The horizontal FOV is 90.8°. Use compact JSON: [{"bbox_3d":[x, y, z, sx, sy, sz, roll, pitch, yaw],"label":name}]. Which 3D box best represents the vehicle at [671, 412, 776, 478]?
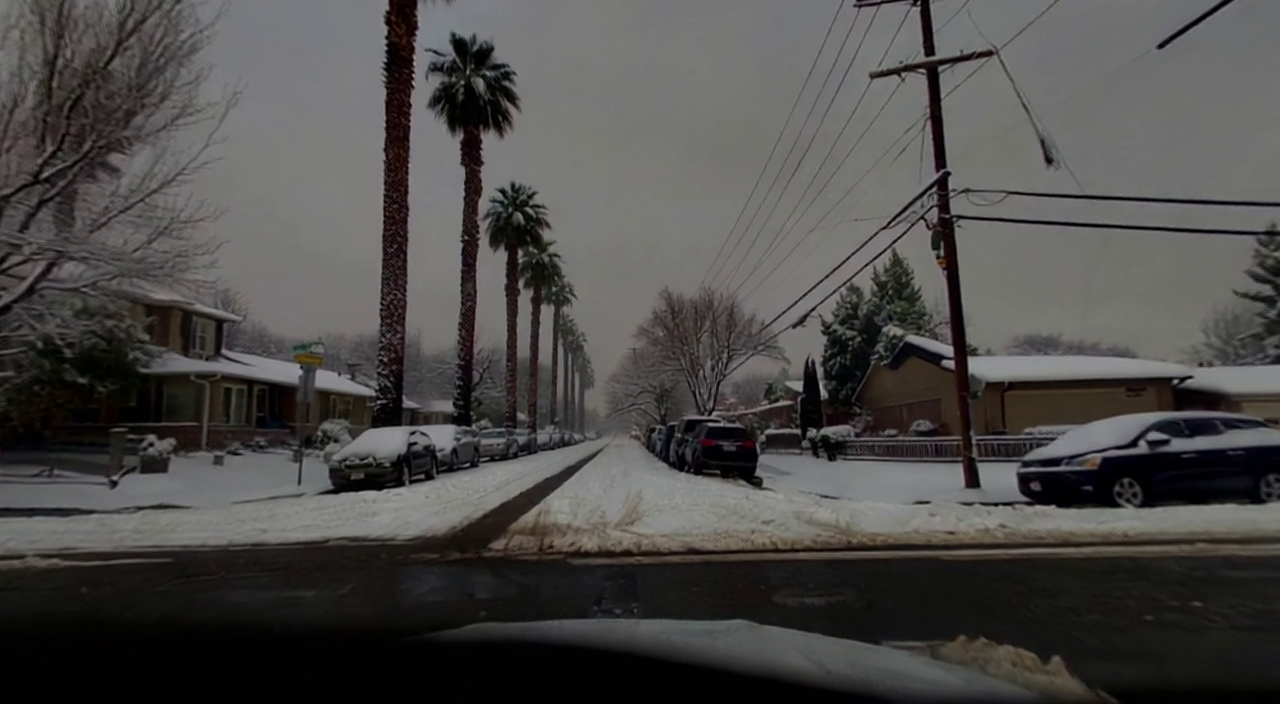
[{"bbox_3d":[2.565,3.110,21.284,2.505,1.895,5.805,0,-8,-3],"label":"vehicle"}]

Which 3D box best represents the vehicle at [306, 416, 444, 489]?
[{"bbox_3d":[-7.070,2.717,17.452,2.198,1.724,4.493,1,-8,-5],"label":"vehicle"}]

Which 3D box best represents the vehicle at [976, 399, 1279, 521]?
[{"bbox_3d":[10.216,2.005,12.317,5.971,1.967,2.385,-1,-8,-5],"label":"vehicle"}]

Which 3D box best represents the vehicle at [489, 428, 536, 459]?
[{"bbox_3d":[-8.133,5.895,40.754,2.178,1.865,4.658,0,-8,-2],"label":"vehicle"}]
